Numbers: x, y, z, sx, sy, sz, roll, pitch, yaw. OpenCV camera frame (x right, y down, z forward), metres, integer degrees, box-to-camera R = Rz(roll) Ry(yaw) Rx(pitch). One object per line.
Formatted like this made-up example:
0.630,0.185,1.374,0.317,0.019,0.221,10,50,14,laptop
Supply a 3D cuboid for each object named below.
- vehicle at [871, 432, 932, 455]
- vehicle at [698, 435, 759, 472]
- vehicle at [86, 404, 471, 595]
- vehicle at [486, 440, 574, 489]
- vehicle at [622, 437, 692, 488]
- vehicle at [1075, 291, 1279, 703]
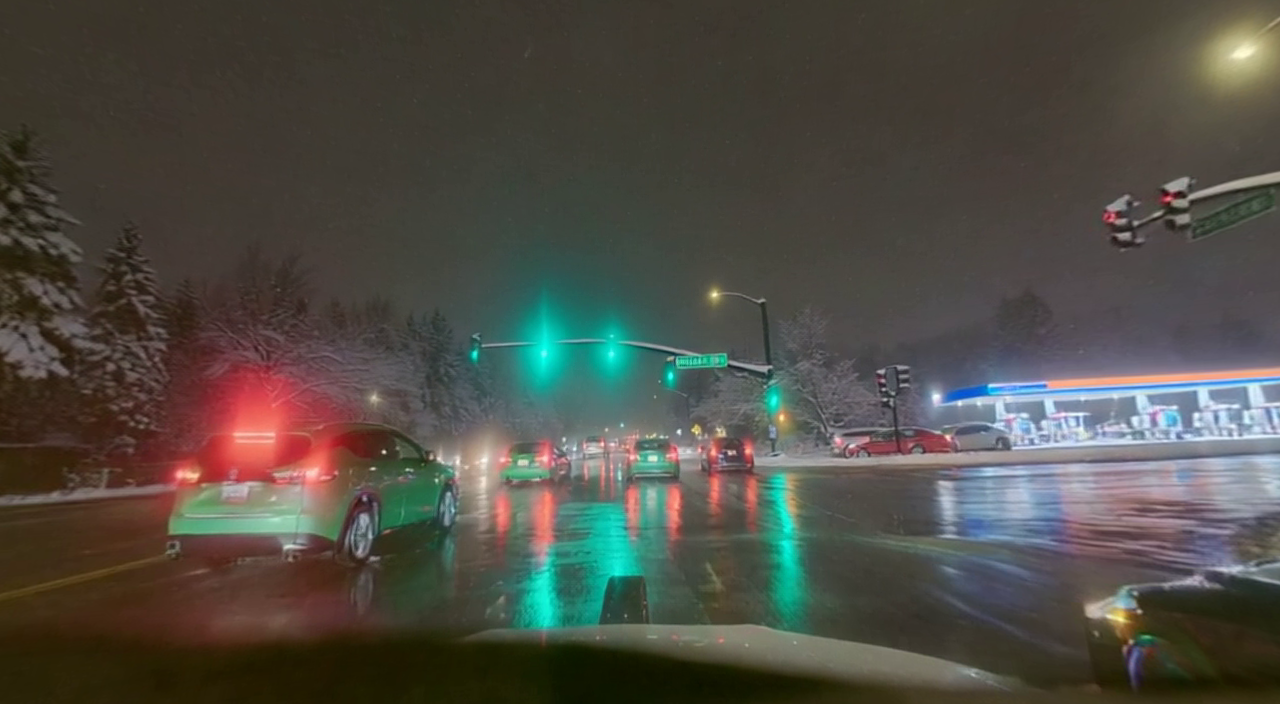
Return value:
18.085,6.399,43.873,2.081,1.482,4.860,0,-8,-1,vehicle
3.721,4.377,27.398,1.920,1.479,4.548,0,-8,-1,vehicle
-3.885,1.668,8.120,2.023,1.687,4.874,0,-8,1,vehicle
-3.485,3.650,20.888,1.995,1.436,4.500,0,-8,2,vehicle
0.542,3.435,19.939,1.994,1.433,3.894,0,-8,2,vehicle
3.273,0.501,0.942,1.992,1.805,4.549,0,-8,1,vehicle
